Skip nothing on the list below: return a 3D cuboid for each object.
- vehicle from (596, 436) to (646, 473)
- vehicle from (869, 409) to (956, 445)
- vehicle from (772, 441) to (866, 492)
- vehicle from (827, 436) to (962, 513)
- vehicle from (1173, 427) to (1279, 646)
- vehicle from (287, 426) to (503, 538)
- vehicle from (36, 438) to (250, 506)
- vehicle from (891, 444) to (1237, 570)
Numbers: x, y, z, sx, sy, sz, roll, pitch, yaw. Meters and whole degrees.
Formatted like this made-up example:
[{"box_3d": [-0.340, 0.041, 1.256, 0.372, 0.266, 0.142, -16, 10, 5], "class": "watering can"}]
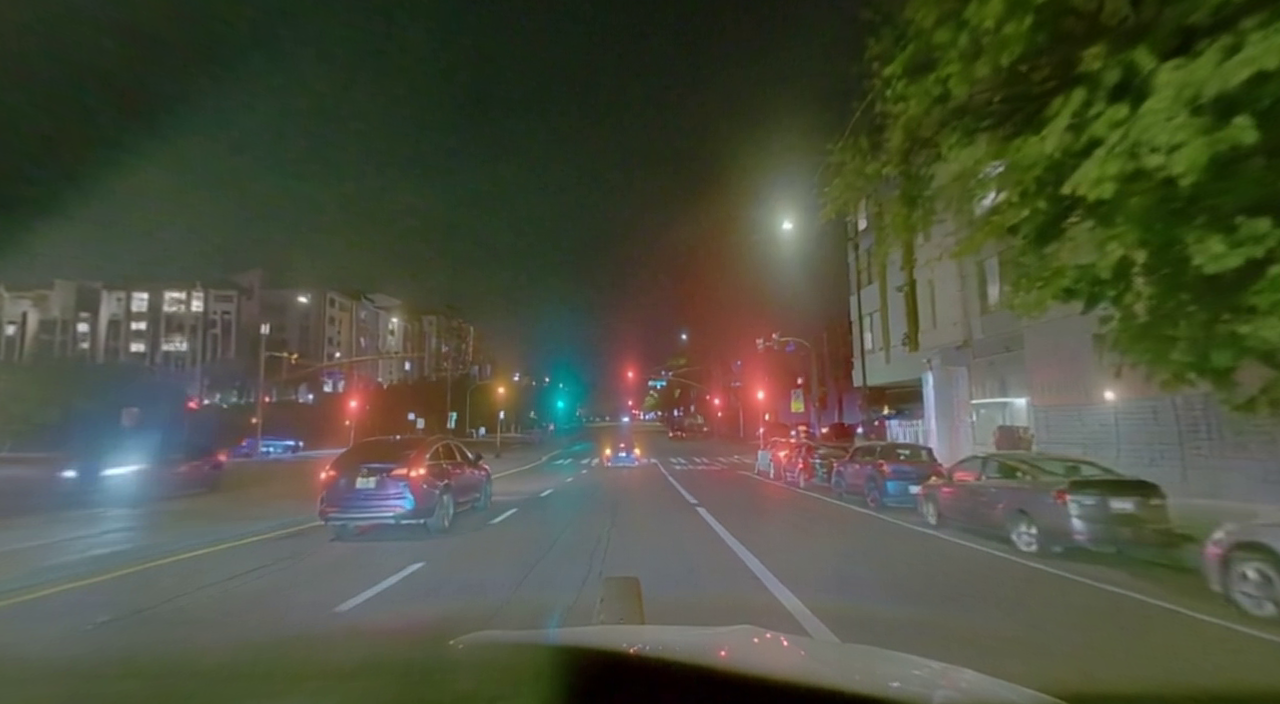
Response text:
[{"box_3d": [-0.793, 4.557, 28.217, 2.082, 1.520, 3.896, 0, -8, 0], "class": "vehicle"}, {"box_3d": [21.069, 5.858, 48.933, 5.756, 2.653, 2.403, 2, -9, -12], "class": "vehicle"}, {"box_3d": [5.872, 3.784, 21.274, 1.959, 1.513, 4.104, 0, -8, 0], "class": "vehicle"}, {"box_3d": [6.036, 2.924, 15.490, 1.877, 1.642, 3.572, 0, -8, 2], "class": "vehicle"}, {"box_3d": [5.983, 1.215, 3.481, 2.019, 1.670, 4.550, 0, -8, -1], "class": "vehicle"}, {"box_3d": [-3.878, 2.131, 11.004, 1.934, 1.522, 4.464, 0, -8, 0], "class": "vehicle"}, {"box_3d": [-12.554, 3.028, 16.435, 1.987, 1.503, 4.375, 0, -8, 0], "class": "vehicle"}, {"box_3d": [6.065, 2.217, 10.005, 2.089, 1.488, 4.663, 0, -8, -3], "class": "vehicle"}]
